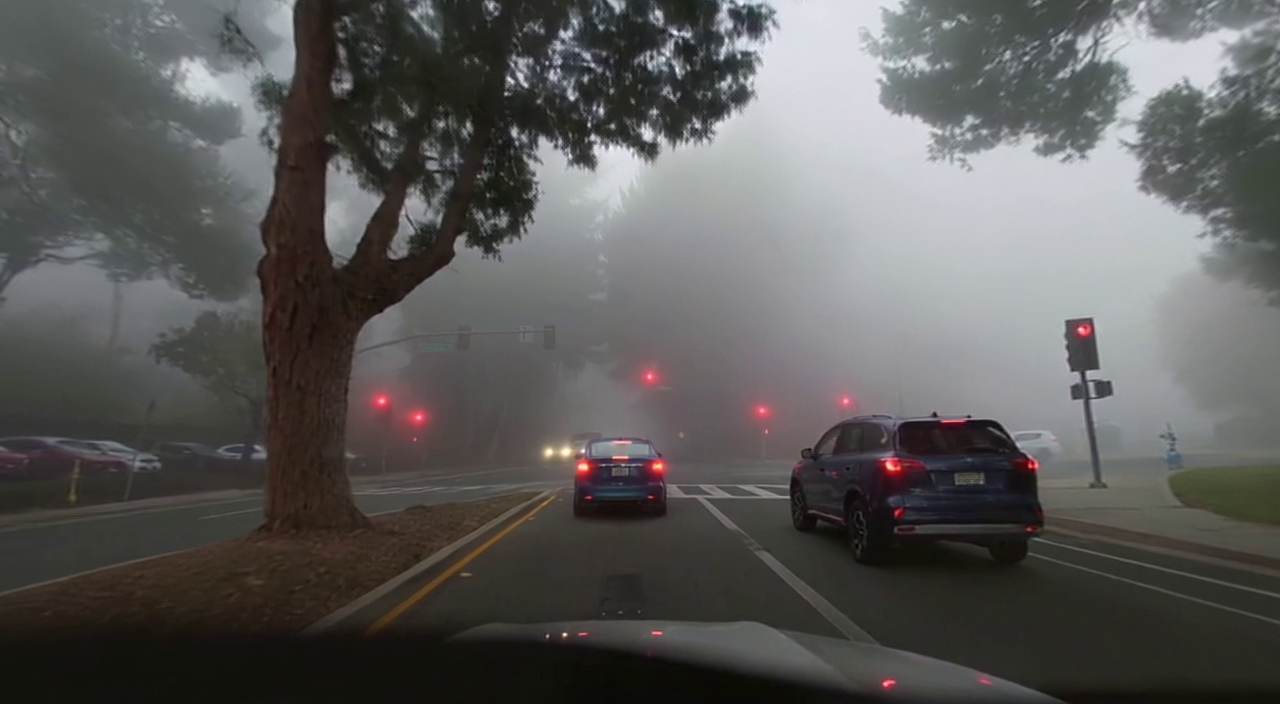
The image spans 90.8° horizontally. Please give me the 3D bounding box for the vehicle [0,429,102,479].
[{"bbox_3d":[-28.895,4.748,29.510,5.285,2.200,2.387,4,-9,-32],"label":"vehicle"}]

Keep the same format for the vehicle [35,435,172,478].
[{"bbox_3d":[-28.514,5.544,33.871,5.119,2.119,2.199,5,-9,-30],"label":"vehicle"}]

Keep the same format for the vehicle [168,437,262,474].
[{"bbox_3d":[-28.423,6.902,42.341,4.943,2.110,2.217,3,-11,-39],"label":"vehicle"}]

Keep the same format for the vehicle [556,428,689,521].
[{"bbox_3d":[-0.321,2.370,12.790,2.177,1.512,4.682,0,-9,-1],"label":"vehicle"}]

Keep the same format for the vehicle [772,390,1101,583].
[{"bbox_3d":[3.192,1.564,8.069,2.046,1.768,4.370,0,-9,0],"label":"vehicle"}]
